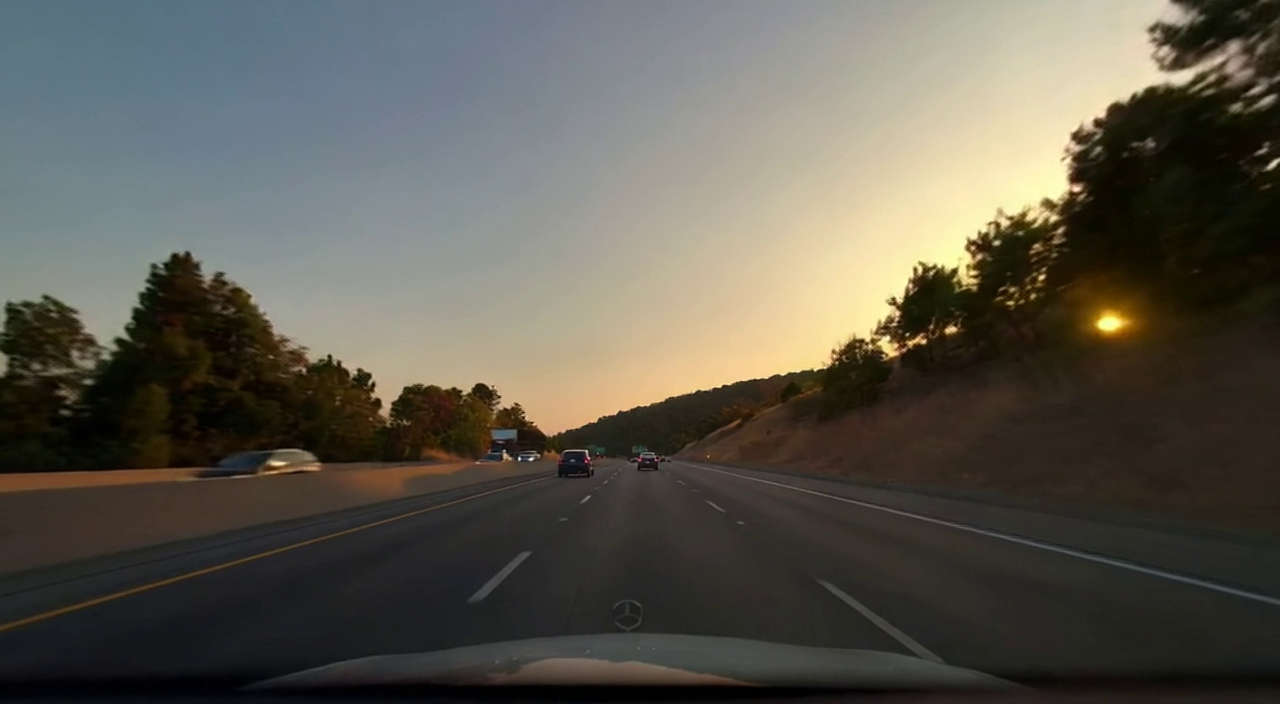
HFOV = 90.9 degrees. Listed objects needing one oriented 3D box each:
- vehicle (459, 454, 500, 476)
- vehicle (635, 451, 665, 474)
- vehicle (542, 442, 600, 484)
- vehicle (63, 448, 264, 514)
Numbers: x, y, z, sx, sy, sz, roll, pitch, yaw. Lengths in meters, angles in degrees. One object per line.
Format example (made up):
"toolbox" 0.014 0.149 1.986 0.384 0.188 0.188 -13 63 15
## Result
"vehicle" -11.385 8.029 44.854 1.817 1.439 4.056 0 -9 1
"vehicle" 0.656 7.828 44.979 2.036 1.519 4.225 0 -9 0
"vehicle" -3.061 5.073 29.017 2.143 1.770 4.283 0 -9 1
"vehicle" -13.157 3.546 17.880 2.034 1.599 4.549 0 -9 2
